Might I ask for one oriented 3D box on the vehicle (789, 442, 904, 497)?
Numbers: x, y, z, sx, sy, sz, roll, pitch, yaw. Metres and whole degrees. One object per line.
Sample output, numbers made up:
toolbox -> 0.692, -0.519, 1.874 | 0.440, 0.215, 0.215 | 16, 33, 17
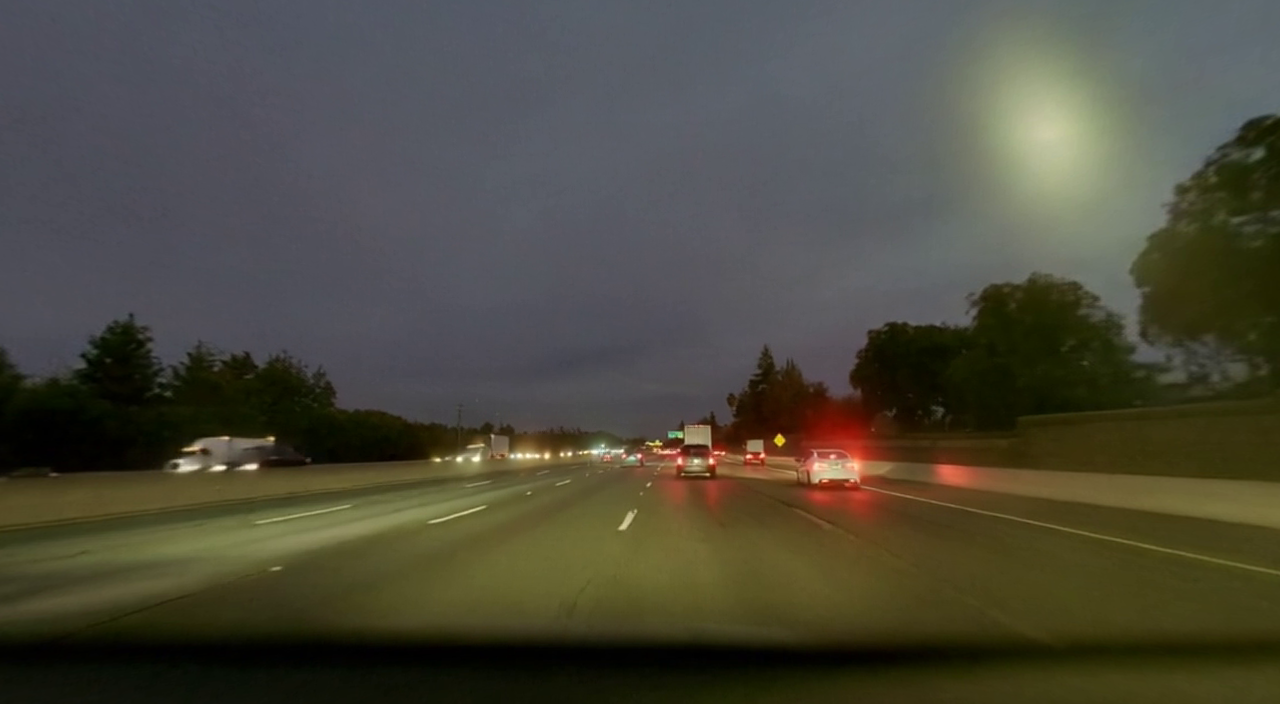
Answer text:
vehicle -> 6.202, 3.561, 19.655 | 2.146, 1.482, 4.665 | 0, -9, 2

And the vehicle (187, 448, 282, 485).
vehicle -> -16.147, 4.549, 25.335 | 1.503, 1.364, 3.224 | -1, -9, 4

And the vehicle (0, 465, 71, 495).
vehicle -> -31.498, 6.537, 32.441 | 1.427, 1.302, 3.196 | -1, -9, 4

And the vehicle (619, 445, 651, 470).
vehicle -> -0.318, 7.554, 45.653 | 1.988, 1.696, 4.754 | -1, -9, 4

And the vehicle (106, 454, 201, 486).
vehicle -> -23.142, 5.607, 30.211 | 1.637, 1.402, 3.406 | -1, -9, 4

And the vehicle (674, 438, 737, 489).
vehicle -> 2.363, 4.137, 23.799 | 2.103, 1.717, 4.399 | 0, -9, 3
